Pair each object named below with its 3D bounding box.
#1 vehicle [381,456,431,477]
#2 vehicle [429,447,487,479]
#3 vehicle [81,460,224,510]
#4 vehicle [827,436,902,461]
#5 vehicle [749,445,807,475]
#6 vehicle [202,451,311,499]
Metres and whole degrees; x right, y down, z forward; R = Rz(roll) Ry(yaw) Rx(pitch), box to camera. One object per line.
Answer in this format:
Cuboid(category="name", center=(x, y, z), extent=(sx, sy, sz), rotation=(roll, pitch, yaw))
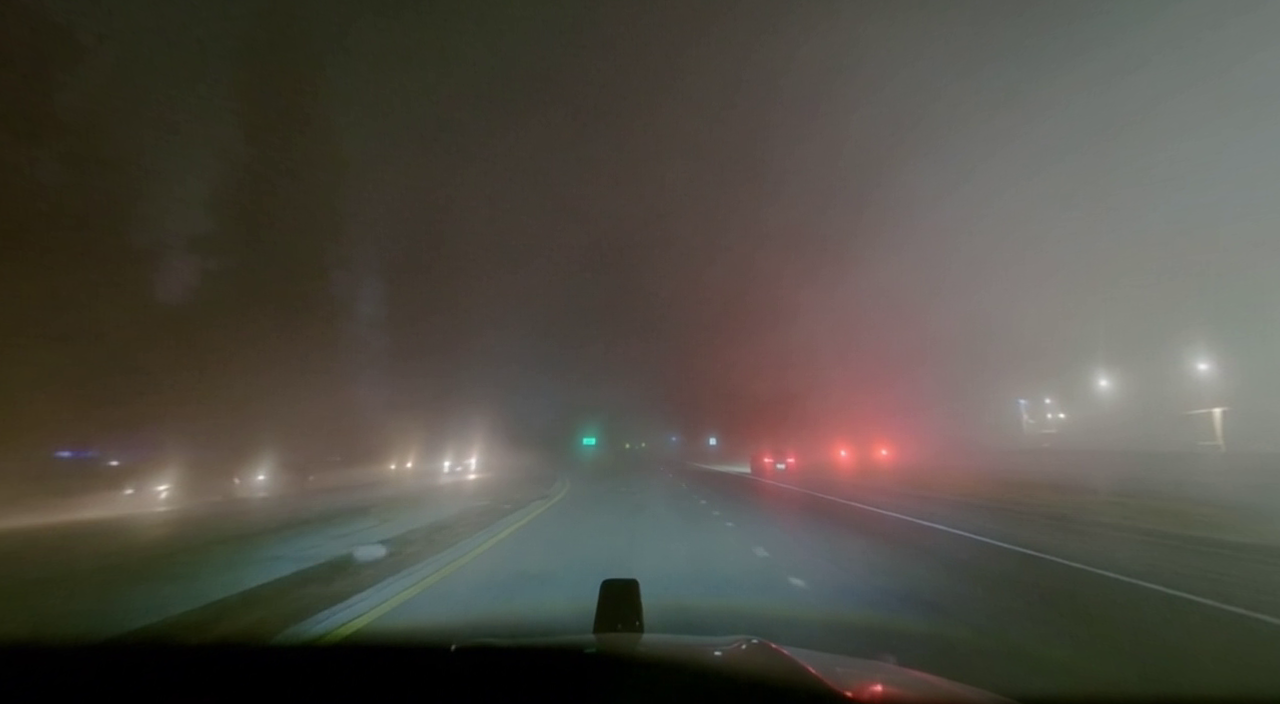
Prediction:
Cuboid(category="vehicle", center=(-17.683, 8.640, 47.963), extent=(1.961, 1.437, 4.867), rotation=(0, -9, 0))
Cuboid(category="vehicle", center=(-9.682, 5.917, 33.938), extent=(1.972, 1.626, 3.940), rotation=(0, -9, 0))
Cuboid(category="vehicle", center=(-17.905, 4.850, 23.531), extent=(1.851, 1.563, 4.336), rotation=(0, -9, -1))
Cuboid(category="vehicle", center=(16.703, 7.215, 47.150), extent=(4.807, 1.768, 1.947), rotation=(-1, -9, 2))
Cuboid(category="vehicle", center=(7.241, 5.710, 33.596), extent=(1.961, 1.465, 4.468), rotation=(0, -9, -2))
Cuboid(category="vehicle", center=(-17.860, 5.696, 29.775), extent=(1.926, 1.684, 5.378), rotation=(-3, -7, -1))
